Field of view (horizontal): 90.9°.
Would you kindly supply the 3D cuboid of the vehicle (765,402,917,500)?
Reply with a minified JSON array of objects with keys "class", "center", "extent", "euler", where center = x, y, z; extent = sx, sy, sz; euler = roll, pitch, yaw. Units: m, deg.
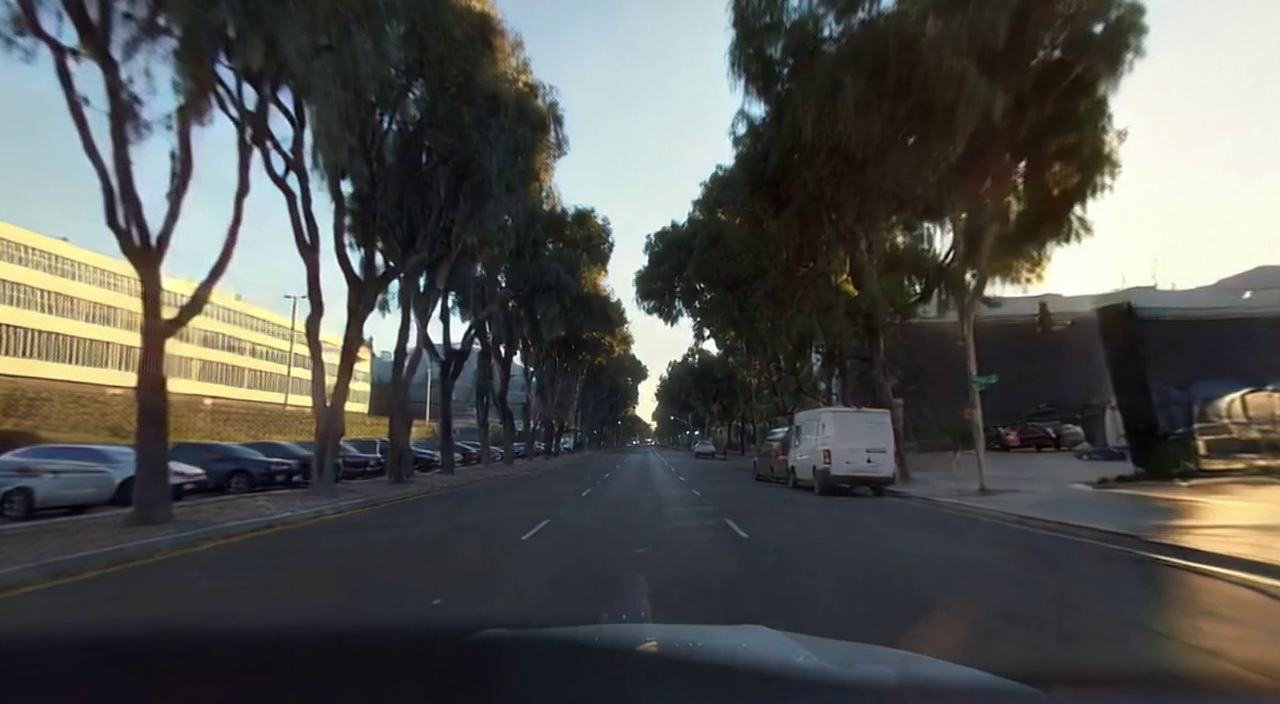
[{"class":"vehicle","center":[5.799,3.000,19.418],"extent":[2.596,2.509,6.178],"euler":[0,-8,0]}]

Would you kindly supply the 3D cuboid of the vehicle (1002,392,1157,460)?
[{"class":"vehicle","center":[19.076,3.336,27.921],"extent":[2.341,2.648,6.024],"euler":[1,-8,-1]}]

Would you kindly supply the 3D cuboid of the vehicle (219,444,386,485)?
[{"class":"vehicle","center":[-13.014,4.362,24.572],"extent":[5.269,1.491,2.133],"euler":[-1,-8,2]}]

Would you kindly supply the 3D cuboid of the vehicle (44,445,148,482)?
[{"class":"vehicle","center":[-25.600,5.195,29.901],"extent":[1.982,1.565,4.910],"euler":[3,-9,-19]}]
